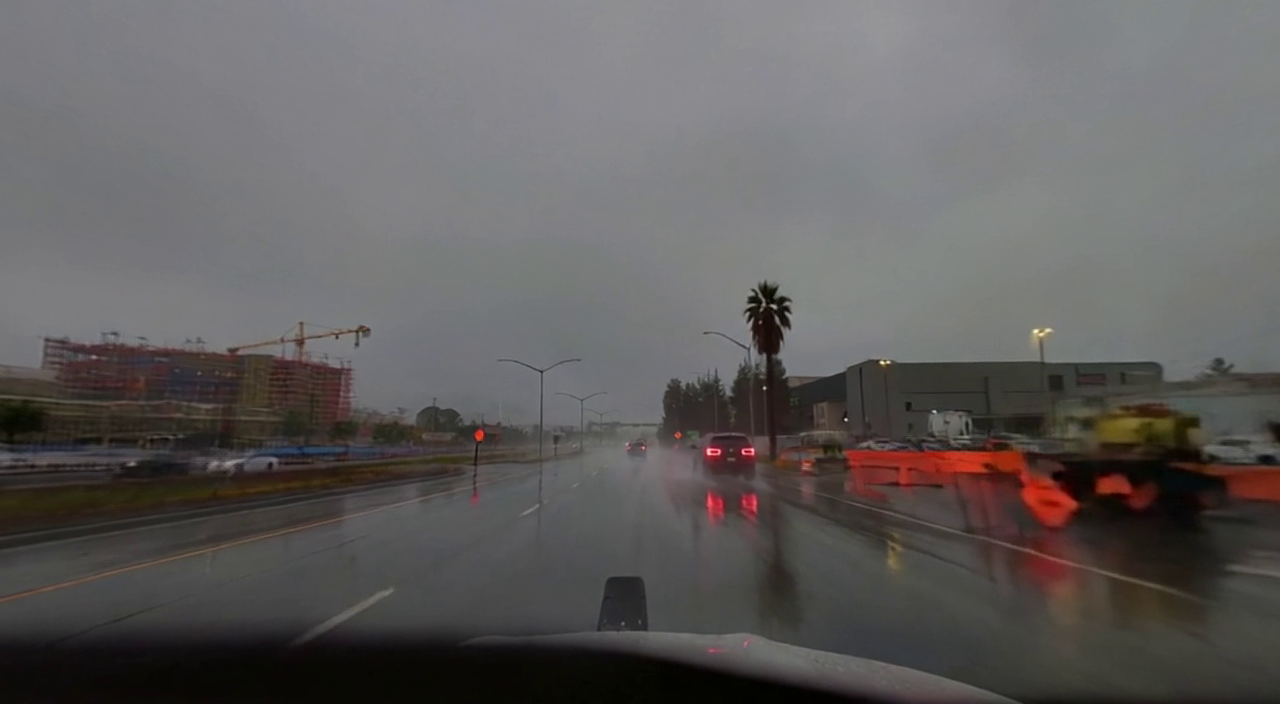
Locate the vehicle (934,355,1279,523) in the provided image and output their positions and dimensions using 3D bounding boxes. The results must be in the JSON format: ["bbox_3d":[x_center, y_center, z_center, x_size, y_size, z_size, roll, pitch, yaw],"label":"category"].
[{"bbox_3d":[11.921,2.444,17.528,3.086,3.442,9.030,0,-8,1],"label":"vehicle"}]

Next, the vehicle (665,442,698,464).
[{"bbox_3d":[3.029,7.541,46.978,2.148,1.562,4.642,0,-8,0],"label":"vehicle"}]

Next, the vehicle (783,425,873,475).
[{"bbox_3d":[10.805,5.726,37.048,2.799,2.593,7.710,-1,-8,-1],"label":"vehicle"}]

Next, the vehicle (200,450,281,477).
[{"bbox_3d":[-24.877,6.937,39.338,1.911,1.489,4.779,0,-8,0],"label":"vehicle"}]

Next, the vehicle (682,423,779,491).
[{"bbox_3d":[2.849,3.520,21.335,2.386,1.970,5.665,0,-8,-1],"label":"vehicle"}]
